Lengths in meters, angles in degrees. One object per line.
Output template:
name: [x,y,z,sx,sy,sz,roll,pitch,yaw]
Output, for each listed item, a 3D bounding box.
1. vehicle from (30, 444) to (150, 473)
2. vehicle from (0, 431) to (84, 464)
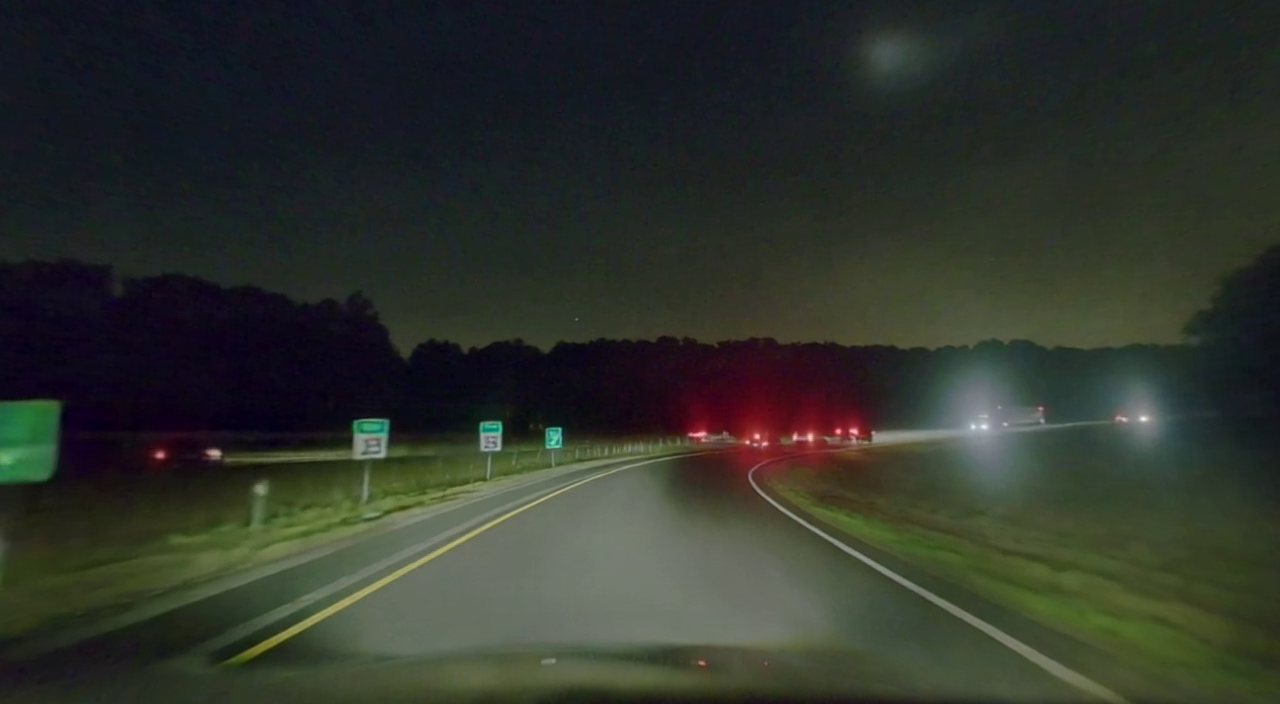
vehicle: [-32.241,6.245,37.119,4.843,1.579,2.135,3,-9,-26]
vehicle: [-46.816,7.373,48.613,5.125,2.397,2.446,4,-9,-27]
